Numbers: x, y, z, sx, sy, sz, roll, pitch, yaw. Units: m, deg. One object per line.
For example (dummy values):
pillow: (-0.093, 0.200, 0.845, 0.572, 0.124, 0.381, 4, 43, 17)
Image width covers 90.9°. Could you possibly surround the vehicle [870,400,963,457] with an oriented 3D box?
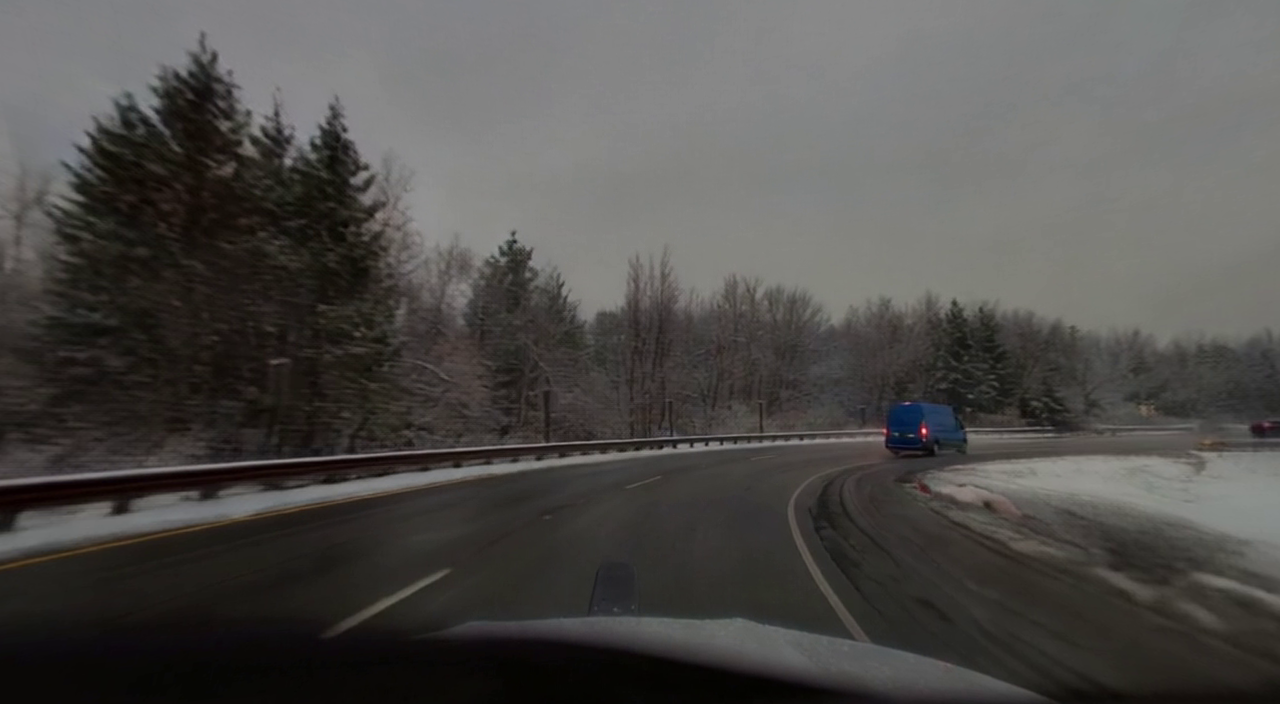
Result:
vehicle: (13.806, 3.842, 31.296, 2.352, 2.577, 5.330, -7, -11, 44)
